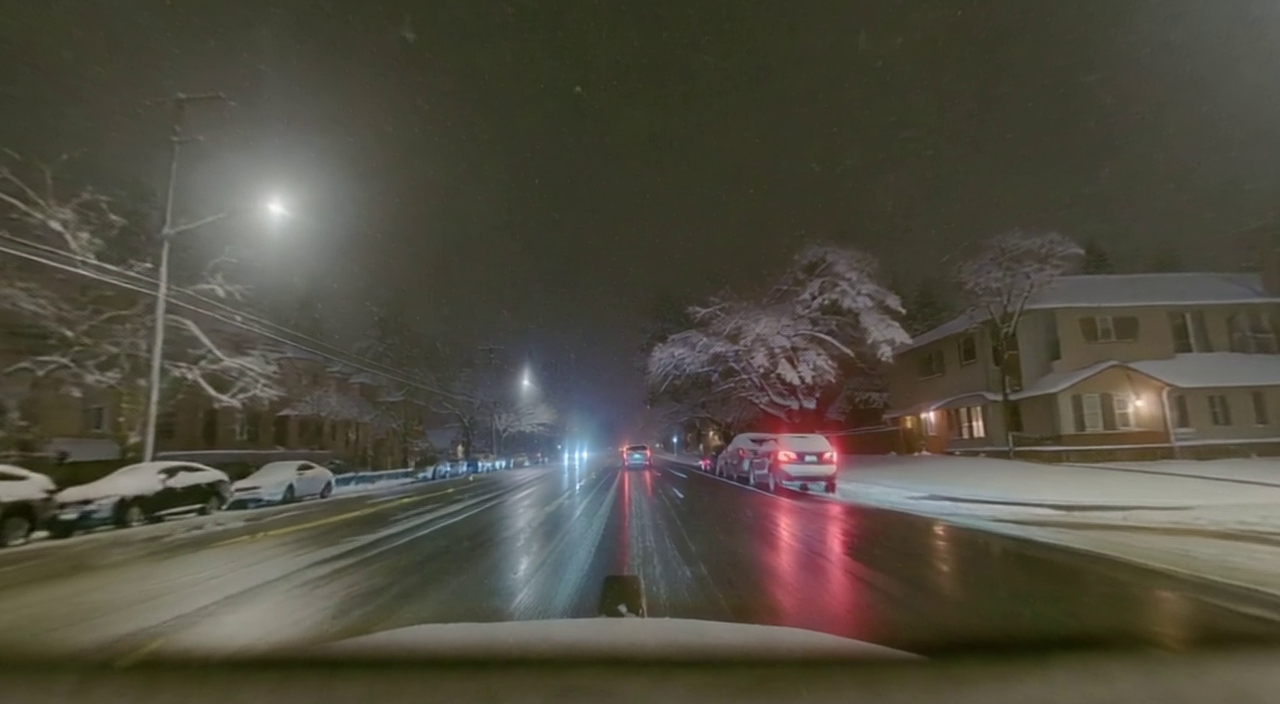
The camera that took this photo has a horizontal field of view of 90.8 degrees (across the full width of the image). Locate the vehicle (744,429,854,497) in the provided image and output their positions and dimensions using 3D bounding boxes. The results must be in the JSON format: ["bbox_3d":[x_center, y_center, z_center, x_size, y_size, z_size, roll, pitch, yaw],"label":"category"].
[{"bbox_3d":[5.102,3.611,21.097,2.195,2.000,4.789,0,-8,-3],"label":"vehicle"}]

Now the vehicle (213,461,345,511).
[{"bbox_3d":[-12.622,4.671,22.500,1.835,1.488,4.696,-1,-9,1],"label":"vehicle"}]

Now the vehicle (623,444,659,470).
[{"bbox_3d":[0.006,6.364,38.441,2.022,1.471,3.973,0,-9,-2],"label":"vehicle"}]

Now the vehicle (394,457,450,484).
[{"bbox_3d":[-12.789,6.970,37.396,1.819,1.443,4.273,0,-9,0],"label":"vehicle"}]

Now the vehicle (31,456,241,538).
[{"bbox_3d":[-12.745,3.630,16.466,1.917,1.739,4.461,0,-9,-3],"label":"vehicle"}]

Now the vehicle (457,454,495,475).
[{"bbox_3d":[-12.795,8.773,49.532,1.882,1.507,4.638,0,-9,-3],"label":"vehicle"}]
